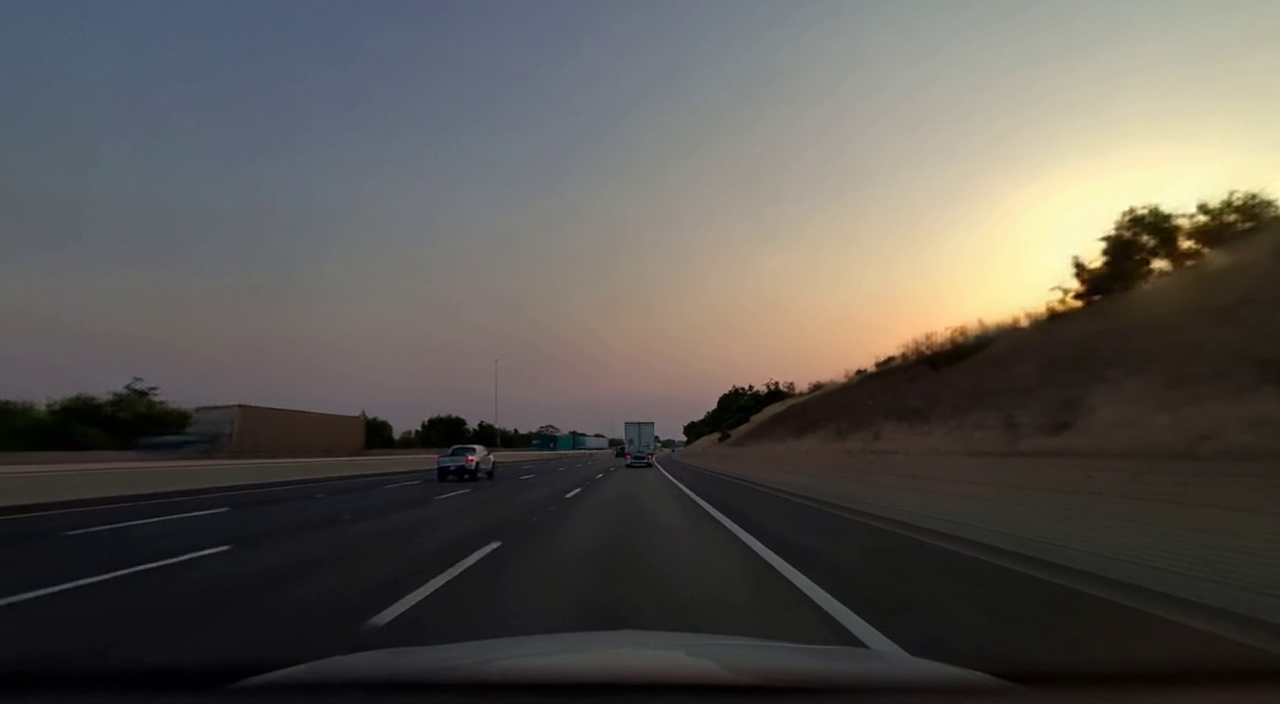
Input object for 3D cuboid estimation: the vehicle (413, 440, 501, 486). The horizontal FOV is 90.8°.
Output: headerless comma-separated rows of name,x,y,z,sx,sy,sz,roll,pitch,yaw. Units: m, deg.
vehicle,-7.312,4.510,25.804,2.067,1.676,4.789,0,-9,1
